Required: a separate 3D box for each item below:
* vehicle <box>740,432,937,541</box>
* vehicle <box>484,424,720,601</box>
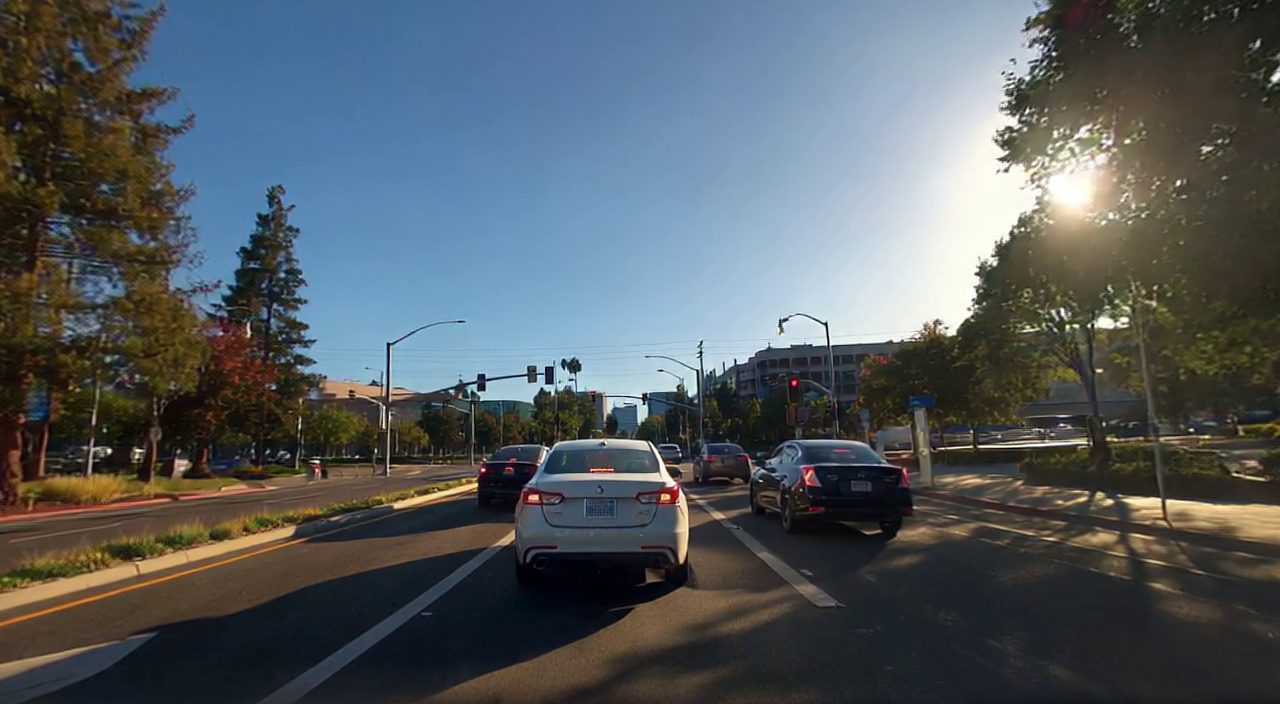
[{"bbox_3d":[3.096,2.189,10.955,1.910,1.474,4.263,0,-9,-2],"label":"vehicle"},{"bbox_3d":[-0.347,1.643,7.243,2.006,1.487,3.535,0,-9,-1],"label":"vehicle"}]
